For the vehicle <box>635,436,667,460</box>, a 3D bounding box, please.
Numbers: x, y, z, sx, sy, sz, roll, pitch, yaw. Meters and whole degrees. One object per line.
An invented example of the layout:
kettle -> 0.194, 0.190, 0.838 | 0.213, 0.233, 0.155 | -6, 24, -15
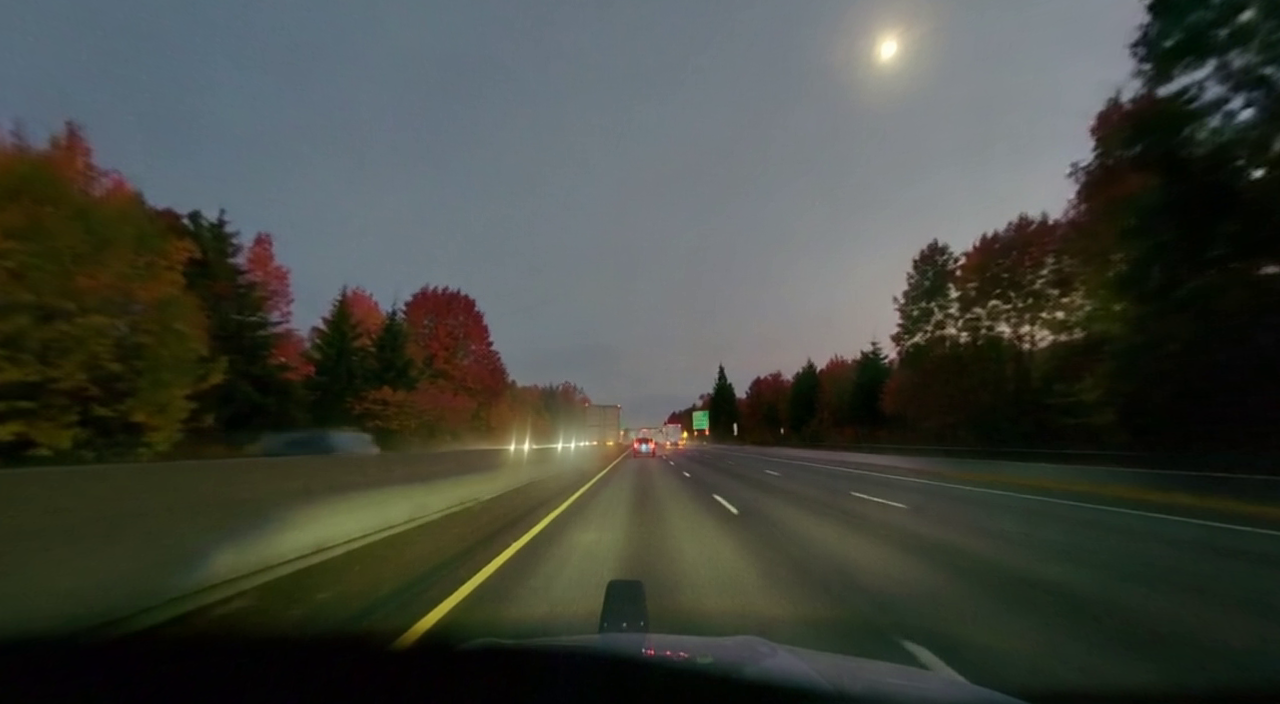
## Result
vehicle -> 0.671, 6.171, 40.481 | 1.924, 1.498, 3.817 | 0, -8, 0

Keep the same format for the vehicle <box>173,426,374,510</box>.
vehicle -> -7.712, 2.460, 13.823 | 1.848, 1.549, 4.157 | 0, -8, 1
